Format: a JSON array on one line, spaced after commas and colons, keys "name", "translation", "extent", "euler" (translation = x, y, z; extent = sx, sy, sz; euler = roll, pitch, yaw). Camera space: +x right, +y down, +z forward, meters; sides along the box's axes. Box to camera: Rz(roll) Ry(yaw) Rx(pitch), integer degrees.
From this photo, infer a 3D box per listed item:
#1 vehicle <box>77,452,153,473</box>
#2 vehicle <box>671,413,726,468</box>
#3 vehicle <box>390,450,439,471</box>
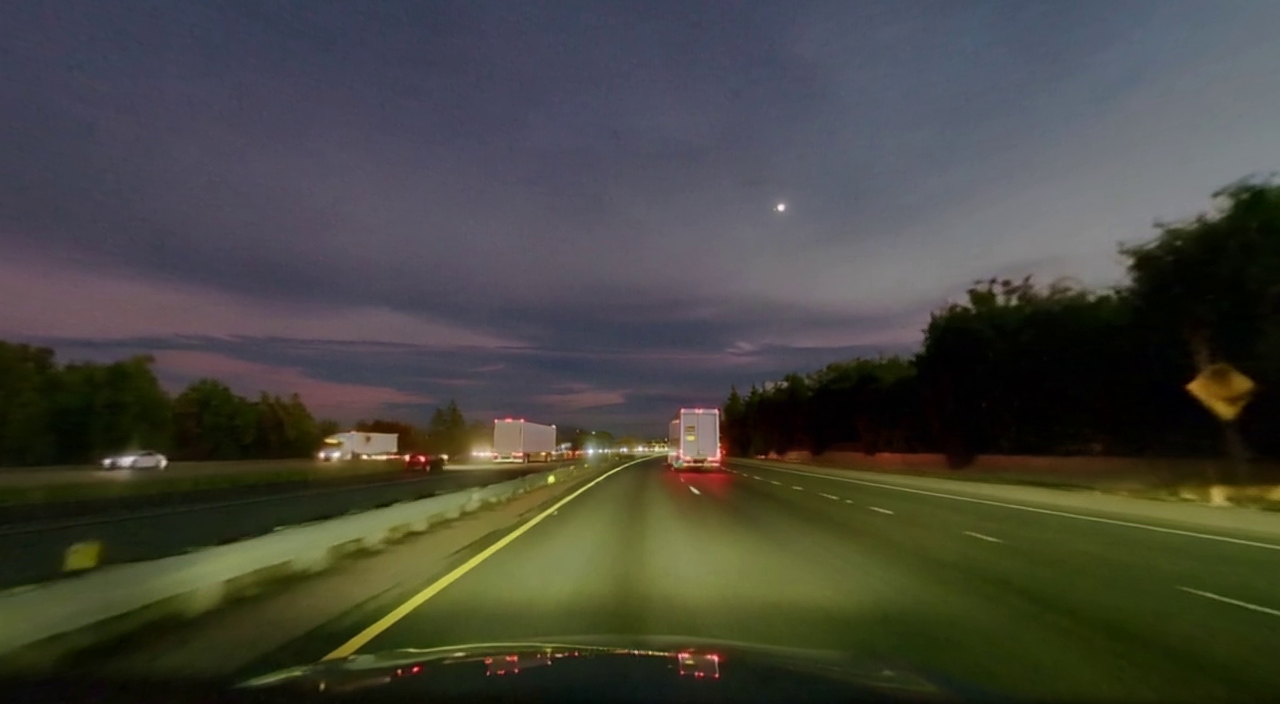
[{"name": "vehicle", "translation": [-39.658, 8.319, 47.770], "extent": [1.771, 1.472, 4.427], "euler": [-1, -9, 3]}, {"name": "vehicle", "translation": [4.224, 6.956, 48.847], "extent": [2.928, 3.595, 13.975], "euler": [0, -9, 0]}, {"name": "vehicle", "translation": [-16.230, 7.807, 45.563], "extent": [1.833, 1.438, 4.011], "euler": [-1, -9, 4]}]
